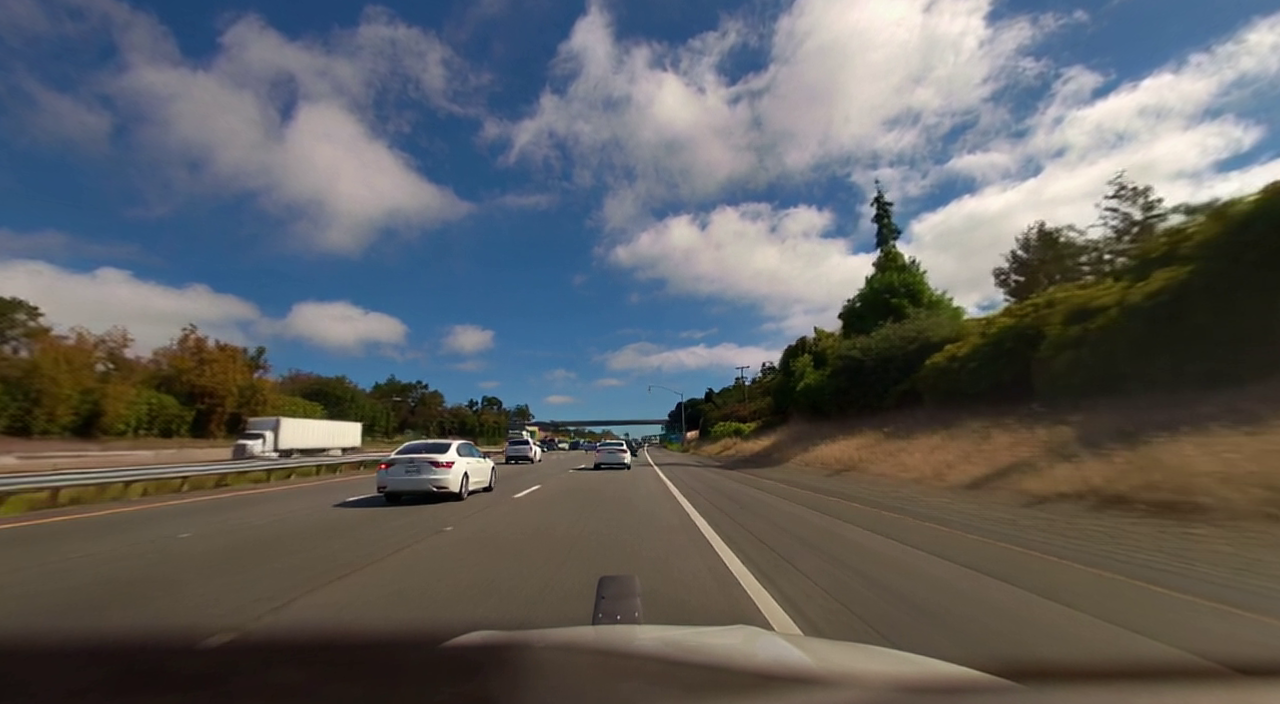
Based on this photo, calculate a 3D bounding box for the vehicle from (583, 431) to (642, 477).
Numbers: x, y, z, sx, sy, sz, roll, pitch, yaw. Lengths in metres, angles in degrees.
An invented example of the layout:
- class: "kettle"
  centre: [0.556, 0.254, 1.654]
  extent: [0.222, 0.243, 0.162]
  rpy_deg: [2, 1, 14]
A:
- class: "vehicle"
  centre: [-1.057, 4.028, 25.228]
  extent: [2.178, 1.658, 3.916]
  rpy_deg: [0, -8, -1]

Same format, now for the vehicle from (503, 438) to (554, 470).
- class: "vehicle"
  centre: [-5.534, 5.082, 31.625]
  extent: [1.835, 1.432, 3.835]
  rpy_deg: [0, -8, 0]

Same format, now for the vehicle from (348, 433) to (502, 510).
- class: "vehicle"
  centre: [-4.662, 2.612, 14.432]
  extent: [1.971, 1.464, 4.386]
  rpy_deg: [0, -8, 0]

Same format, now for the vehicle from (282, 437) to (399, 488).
- class: "vehicle"
  centre: [-9.501, 3.498, 20.332]
  extent: [1.850, 1.439, 3.932]
  rpy_deg: [0, -8, 0]
